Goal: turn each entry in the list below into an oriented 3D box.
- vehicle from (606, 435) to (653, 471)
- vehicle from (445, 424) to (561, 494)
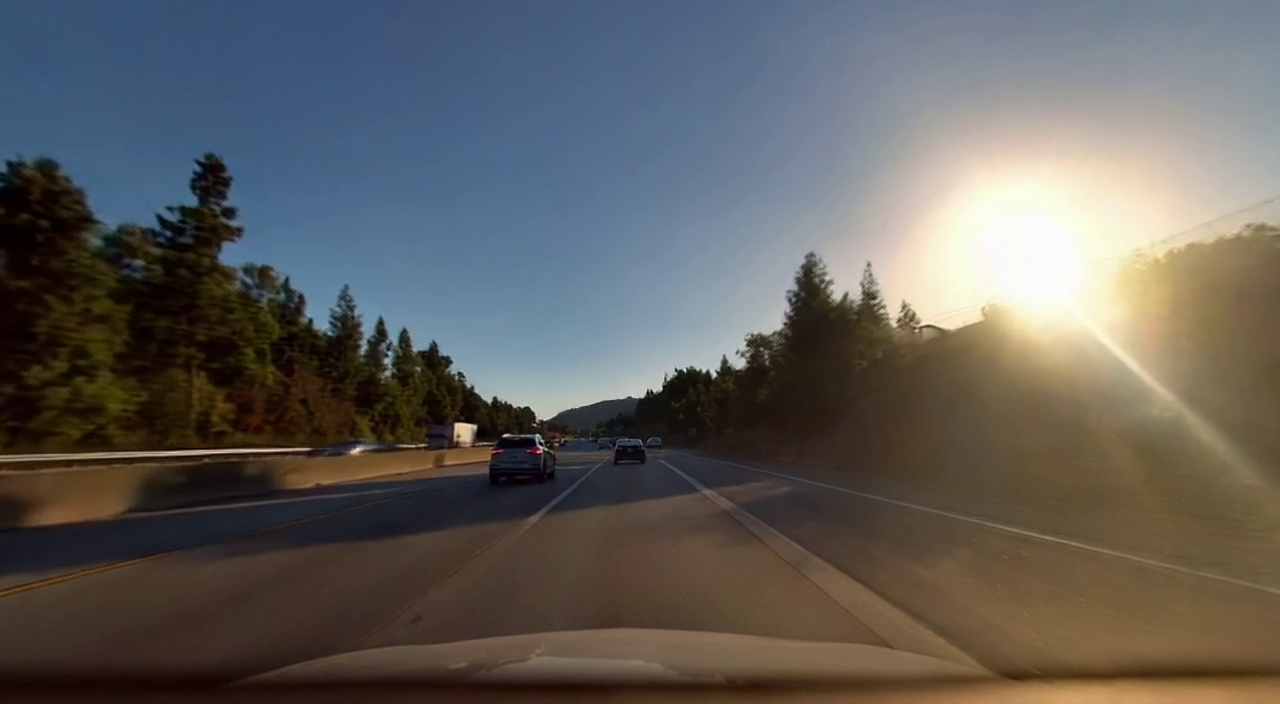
[{"bbox_3d":[-0.480,4.772,29.850,2.048,1.563,4.087,0,-8,-1],"label":"vehicle"},{"bbox_3d":[-3.710,2.988,17.979,2.264,1.699,4.648,0,-8,0],"label":"vehicle"}]
